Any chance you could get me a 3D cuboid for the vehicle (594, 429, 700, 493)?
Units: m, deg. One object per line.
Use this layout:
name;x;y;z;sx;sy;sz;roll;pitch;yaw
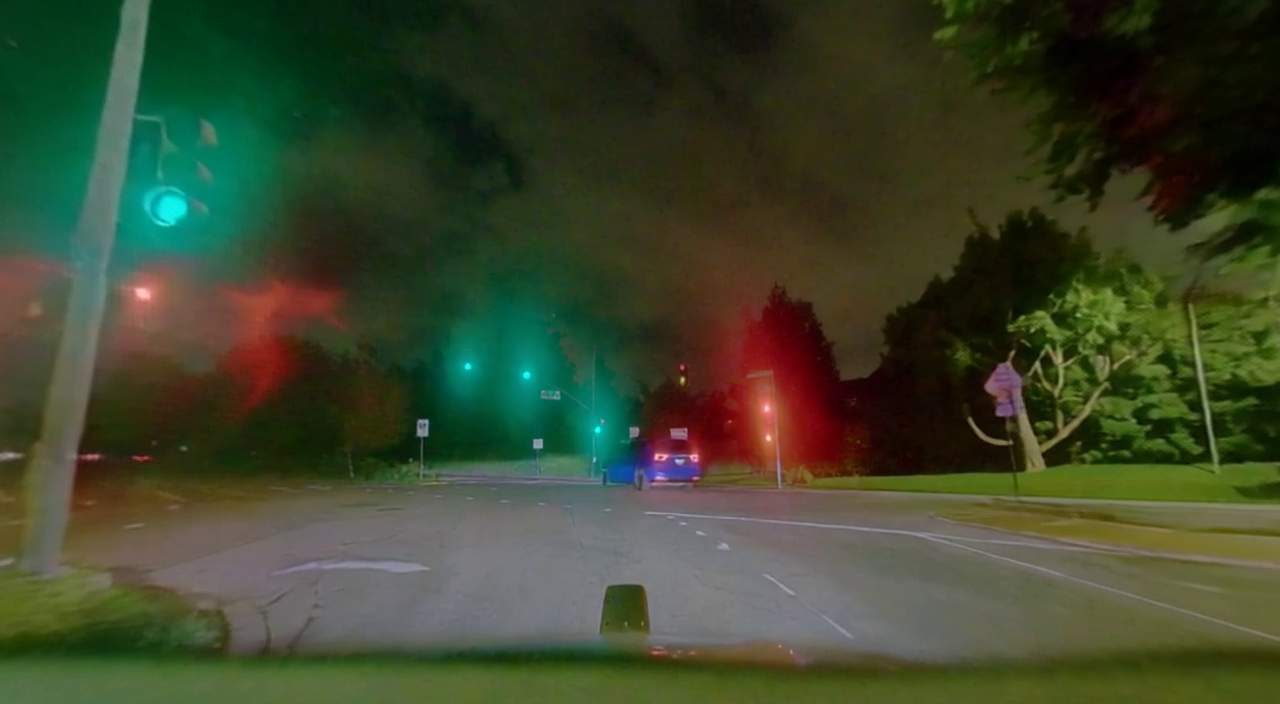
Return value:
vehicle;0.054;3.464;20.456;2.284;1.788;4.871;2;-9;-14
